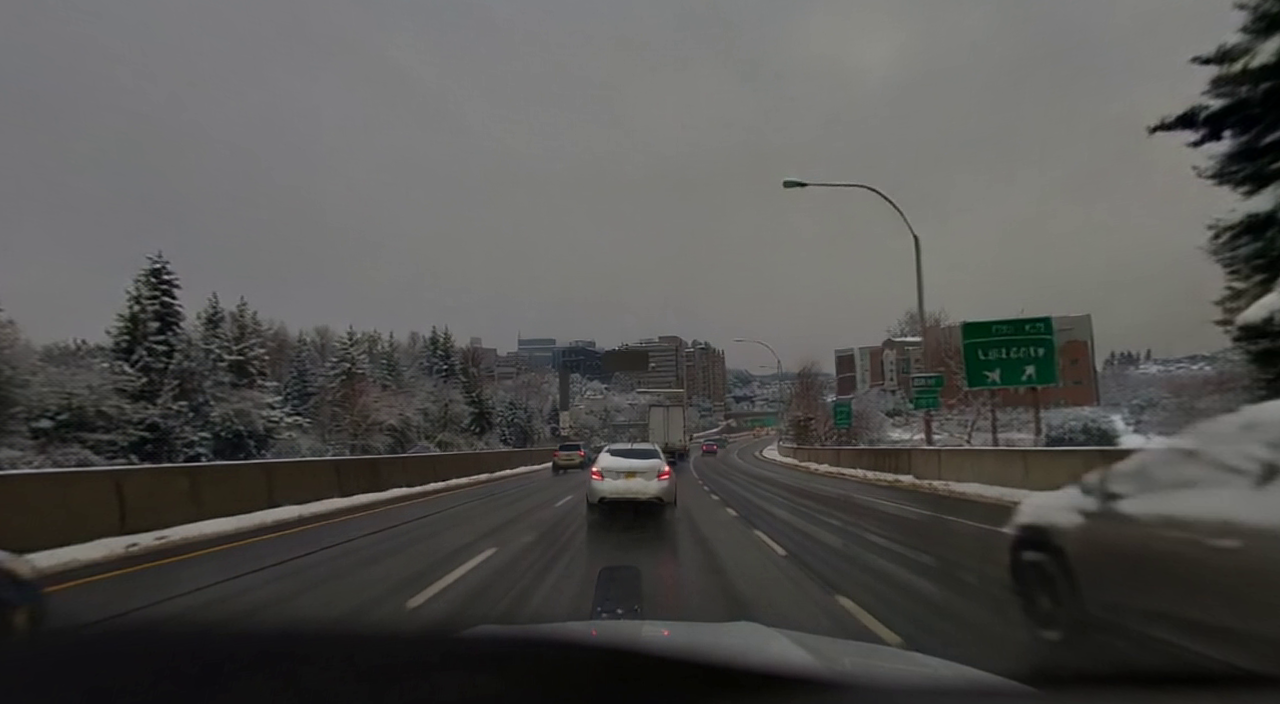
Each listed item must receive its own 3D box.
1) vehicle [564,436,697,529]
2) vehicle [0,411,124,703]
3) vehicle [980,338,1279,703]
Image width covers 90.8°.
[{"bbox_3d":[-0.118,2.427,12.276,2.136,1.470,3.971,0,-9,1],"label":"vehicle"},{"bbox_3d":[-3.790,0.700,0.716,2.130,1.474,5.027,0,-9,1],"label":"vehicle"},{"bbox_3d":[3.568,0.746,2.208,2.166,1.666,4.618,0,-9,0],"label":"vehicle"}]
